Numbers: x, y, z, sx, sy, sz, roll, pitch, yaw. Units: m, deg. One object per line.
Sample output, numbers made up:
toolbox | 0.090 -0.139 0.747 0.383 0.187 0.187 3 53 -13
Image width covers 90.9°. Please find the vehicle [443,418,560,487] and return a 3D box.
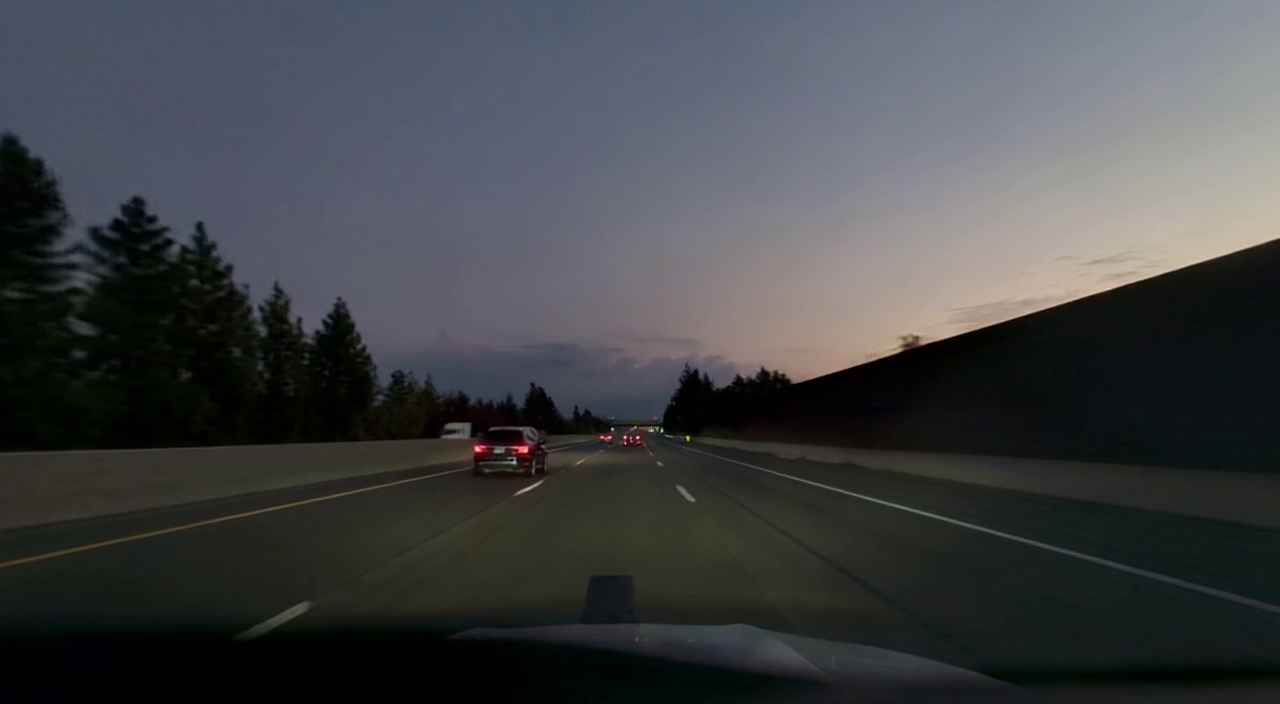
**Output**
vehicle | -3.829 2.879 18.430 2.306 1.730 4.606 0 -8 1
